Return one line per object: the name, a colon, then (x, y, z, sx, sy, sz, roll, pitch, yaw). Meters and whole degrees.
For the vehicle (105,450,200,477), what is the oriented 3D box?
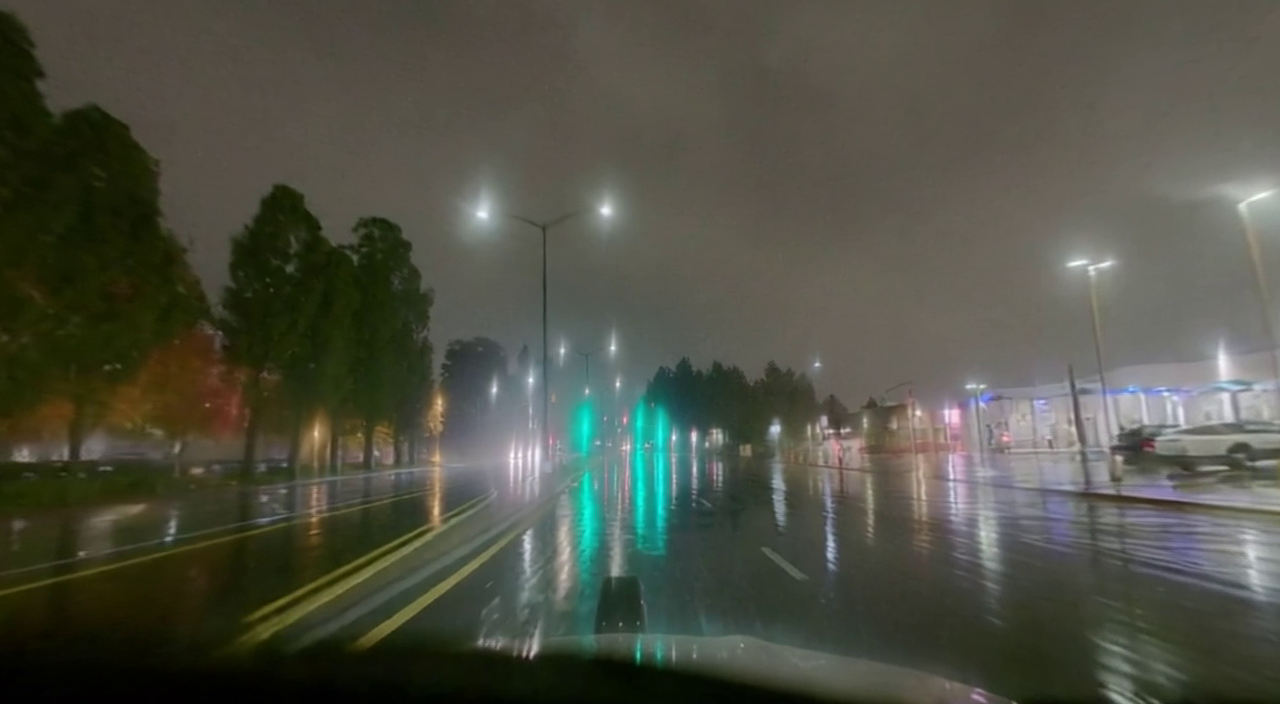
vehicle: (-29.836, 6.827, 38.759, 4.293, 1.524, 1.850, 0, -8, 1)

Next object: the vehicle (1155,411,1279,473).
vehicle: (17.765, 2.663, 18.665, 4.638, 1.648, 1.887, 3, -9, -24)

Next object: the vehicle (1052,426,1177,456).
vehicle: (24.012, 4.542, 32.175, 1.819, 1.401, 4.665, 4, -10, -29)

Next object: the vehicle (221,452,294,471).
vehicle: (-29.854, 8.552, 49.428, 4.410, 1.401, 1.929, 0, -8, -2)

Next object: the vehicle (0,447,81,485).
vehicle: (-30.091, 5.499, 30.324, 4.528, 1.695, 1.945, -1, -9, -4)
